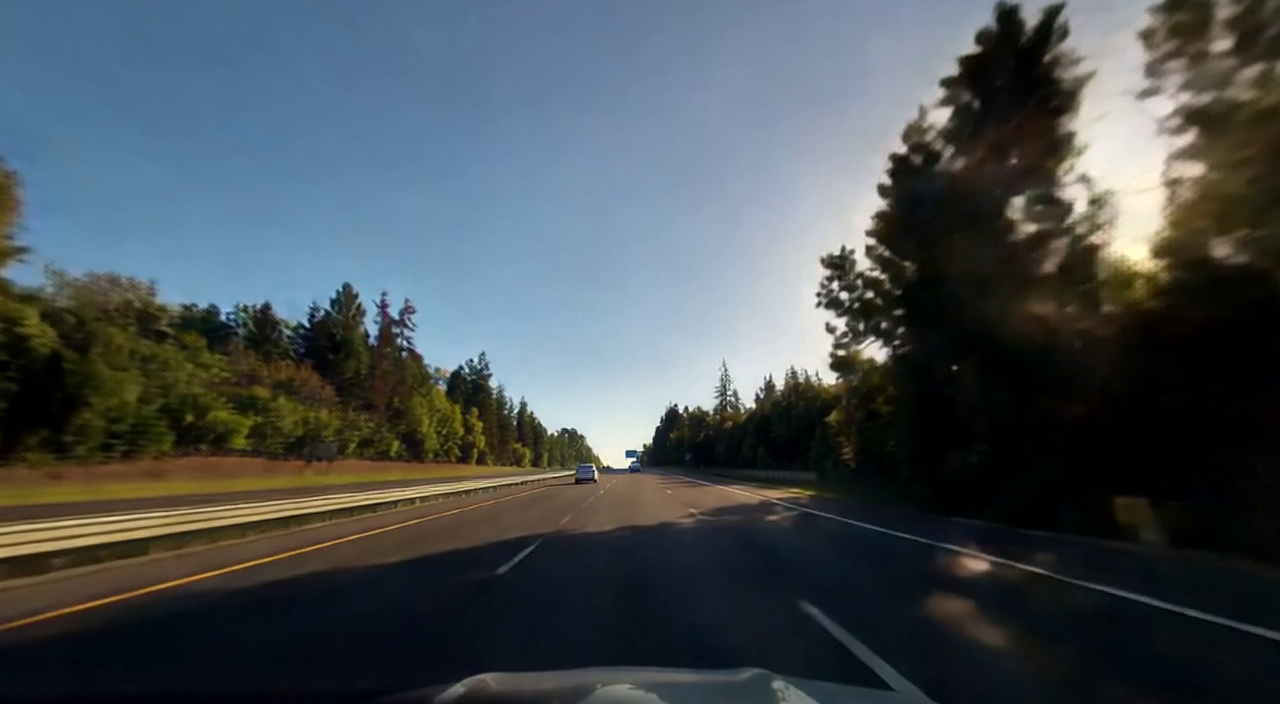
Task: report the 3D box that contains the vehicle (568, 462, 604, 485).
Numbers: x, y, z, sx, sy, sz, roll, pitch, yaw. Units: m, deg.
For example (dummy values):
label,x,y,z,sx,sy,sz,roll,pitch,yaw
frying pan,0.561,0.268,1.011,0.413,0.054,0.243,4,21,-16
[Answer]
label,x,y,z,sx,sy,sz,roll,pitch,yaw
vehicle,-3.799,8.642,44.839,2.143,1.516,4.552,1,-10,0
